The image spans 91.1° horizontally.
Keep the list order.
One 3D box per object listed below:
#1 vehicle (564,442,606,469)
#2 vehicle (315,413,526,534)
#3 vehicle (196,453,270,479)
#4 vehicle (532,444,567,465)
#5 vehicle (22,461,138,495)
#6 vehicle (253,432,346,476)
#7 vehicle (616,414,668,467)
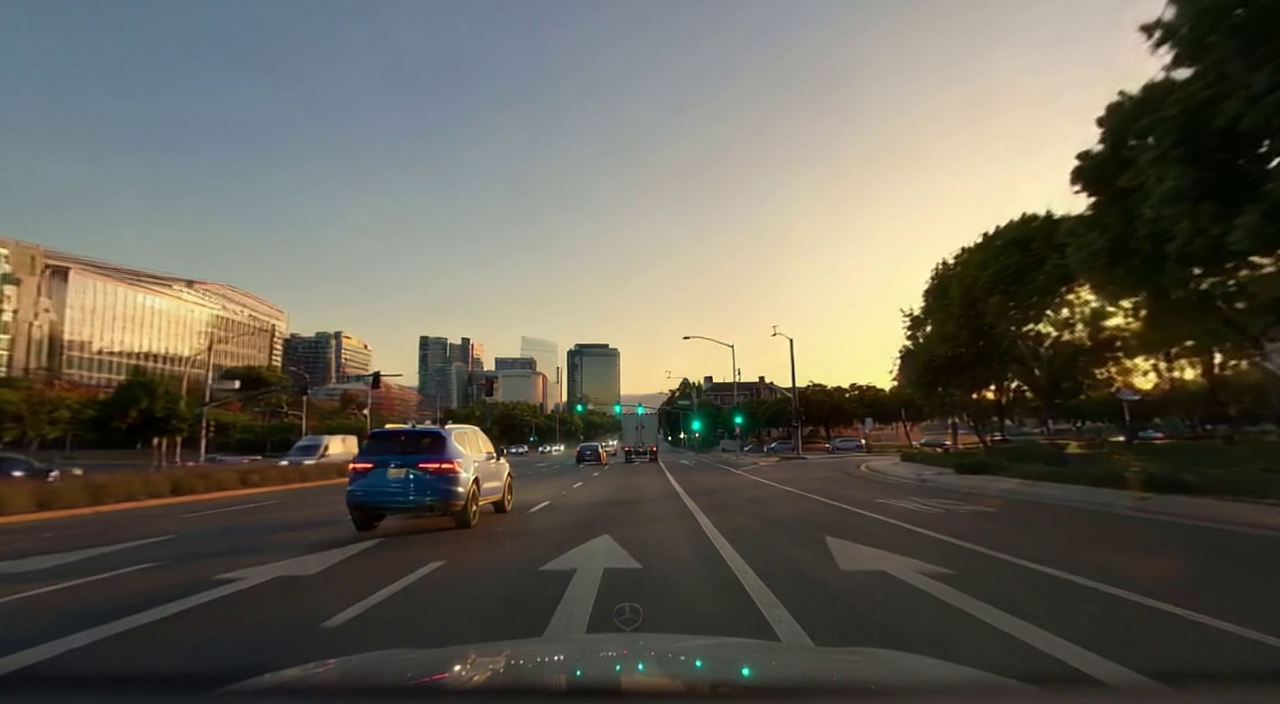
[{"bbox_3d":[-3.217,6.122,37.297,2.023,1.483,4.143,0,-9,1],"label":"vehicle"},{"bbox_3d":[-3.815,2.229,12.131,2.178,1.826,4.933,0,-9,1],"label":"vehicle"},{"bbox_3d":[-28.626,8.017,44.376,2.028,1.652,4.607,0,-9,1],"label":"vehicle"},{"bbox_3d":[-6.669,7.582,46.577,1.933,1.477,4.119,0,-9,1],"label":"vehicle"},{"bbox_3d":[-28.823,6.451,32.523,1.821,1.496,4.489,0,-9,1],"label":"vehicle"},{"bbox_3d":[-21.385,6.439,39.825,2.406,2.509,5.940,0,-9,1],"label":"vehicle"},{"bbox_3d":[0.198,5.614,39.689,2.993,3.051,6.692,0,-9,2],"label":"vehicle"}]
